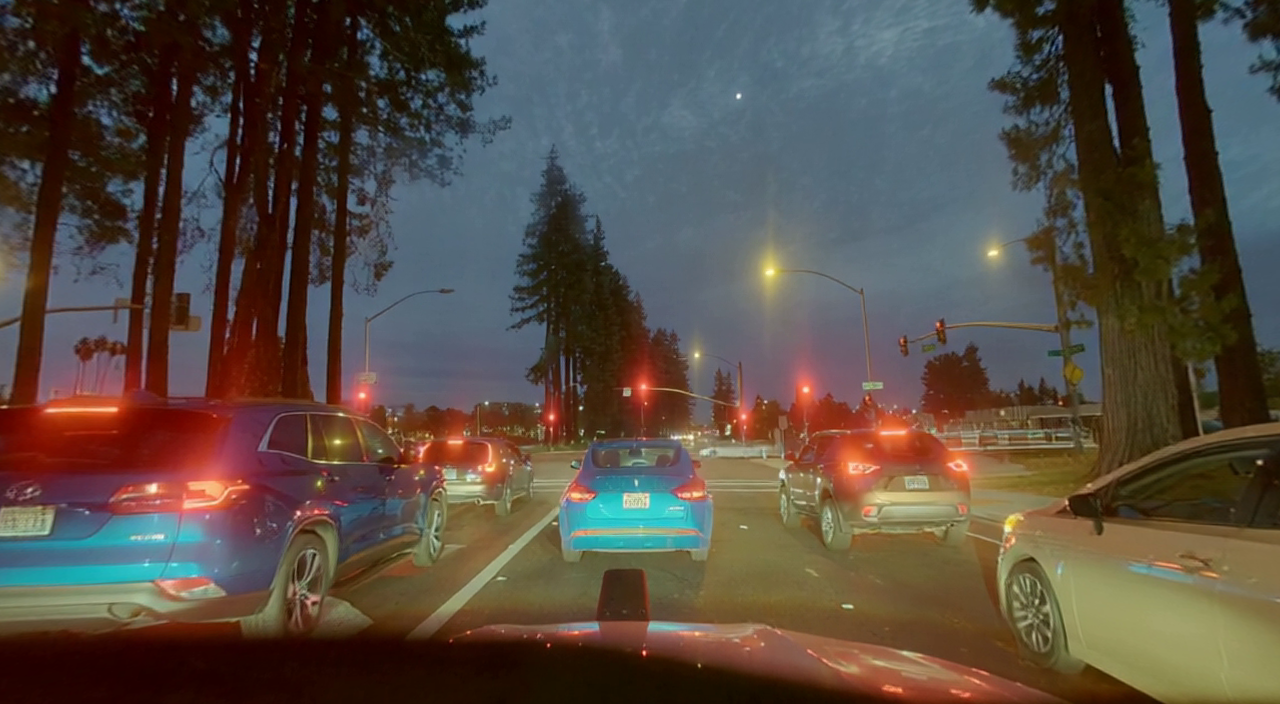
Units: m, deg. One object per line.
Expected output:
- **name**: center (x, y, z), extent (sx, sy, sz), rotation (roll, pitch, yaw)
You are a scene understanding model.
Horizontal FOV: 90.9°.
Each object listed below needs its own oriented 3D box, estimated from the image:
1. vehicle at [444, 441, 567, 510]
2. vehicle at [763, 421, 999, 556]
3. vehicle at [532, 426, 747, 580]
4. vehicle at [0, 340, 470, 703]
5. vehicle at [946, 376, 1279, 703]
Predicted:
- **vehicle**: center (-3.063, 2.906, 15.322), extent (1.975, 1.420, 4.196), rotation (-1, -9, 1)
- **vehicle**: center (3.410, 2.018, 10.037), extent (2.040, 1.647, 4.379), rotation (0, -9, 0)
- **vehicle**: center (-0.032, 1.802, 8.332), extent (2.147, 1.507, 3.953), rotation (0, -9, -1)
- **vehicle**: center (-3.146, 1.164, 5.065), extent (2.168, 1.750, 4.625), rotation (-1, -9, 1)
- **vehicle**: center (3.320, 0.960, 2.825), extent (1.899, 1.588, 3.888), rotation (0, -8, 0)
